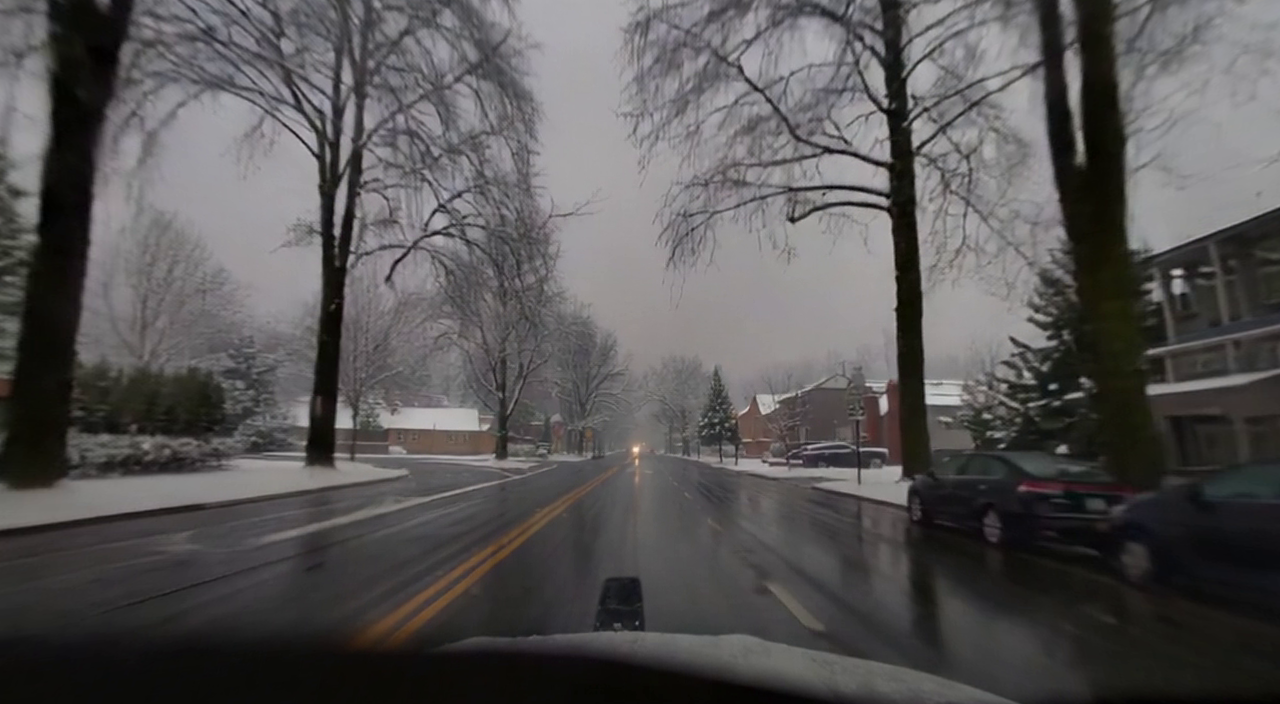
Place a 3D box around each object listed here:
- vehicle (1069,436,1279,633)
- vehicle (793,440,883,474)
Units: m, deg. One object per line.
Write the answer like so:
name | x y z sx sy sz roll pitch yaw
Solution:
vehicle | 6.025 1.455 5.074 1.893 1.543 4.434 0 -9 -2
vehicle | 11.213 5.953 36.065 4.453 1.590 1.861 -3 -7 3
